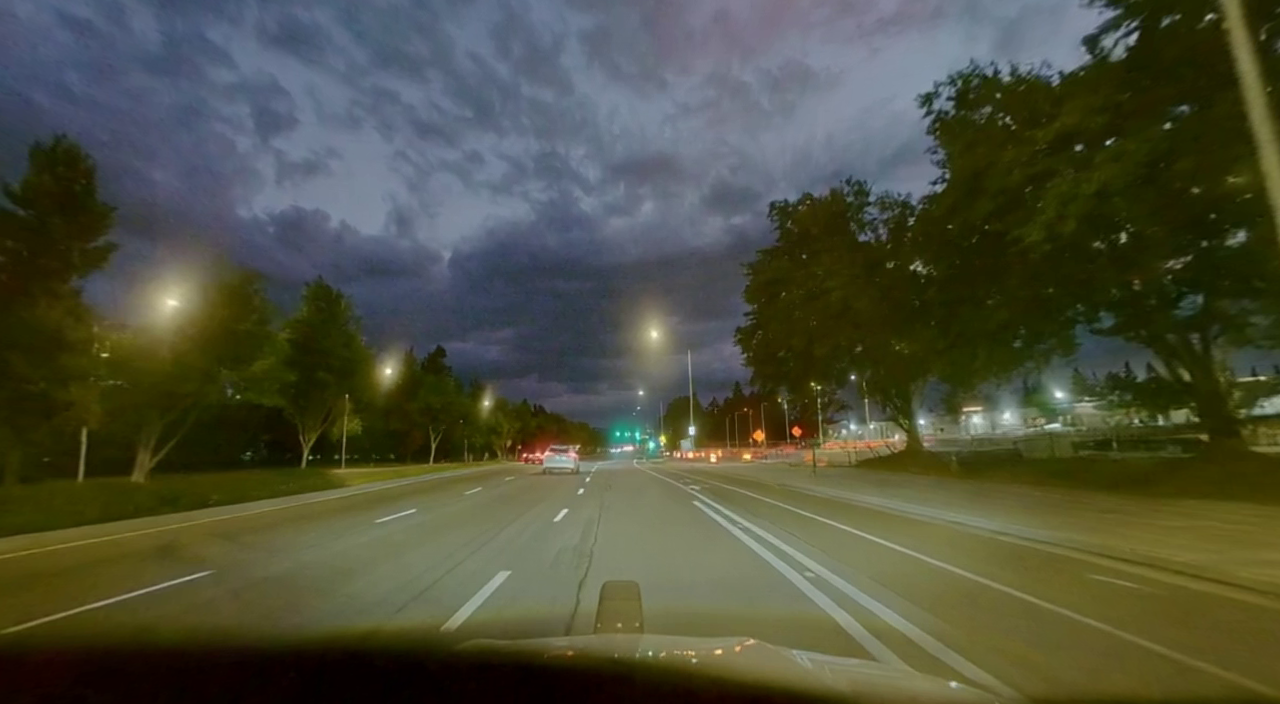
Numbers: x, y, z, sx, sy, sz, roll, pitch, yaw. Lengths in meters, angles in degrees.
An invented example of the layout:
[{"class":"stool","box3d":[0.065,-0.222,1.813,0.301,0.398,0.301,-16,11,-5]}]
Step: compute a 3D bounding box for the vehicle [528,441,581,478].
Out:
[{"class":"vehicle","box3d":[-4.101,5.220,30.896,2.121,1.654,3.993,0,-8,-2]}]
